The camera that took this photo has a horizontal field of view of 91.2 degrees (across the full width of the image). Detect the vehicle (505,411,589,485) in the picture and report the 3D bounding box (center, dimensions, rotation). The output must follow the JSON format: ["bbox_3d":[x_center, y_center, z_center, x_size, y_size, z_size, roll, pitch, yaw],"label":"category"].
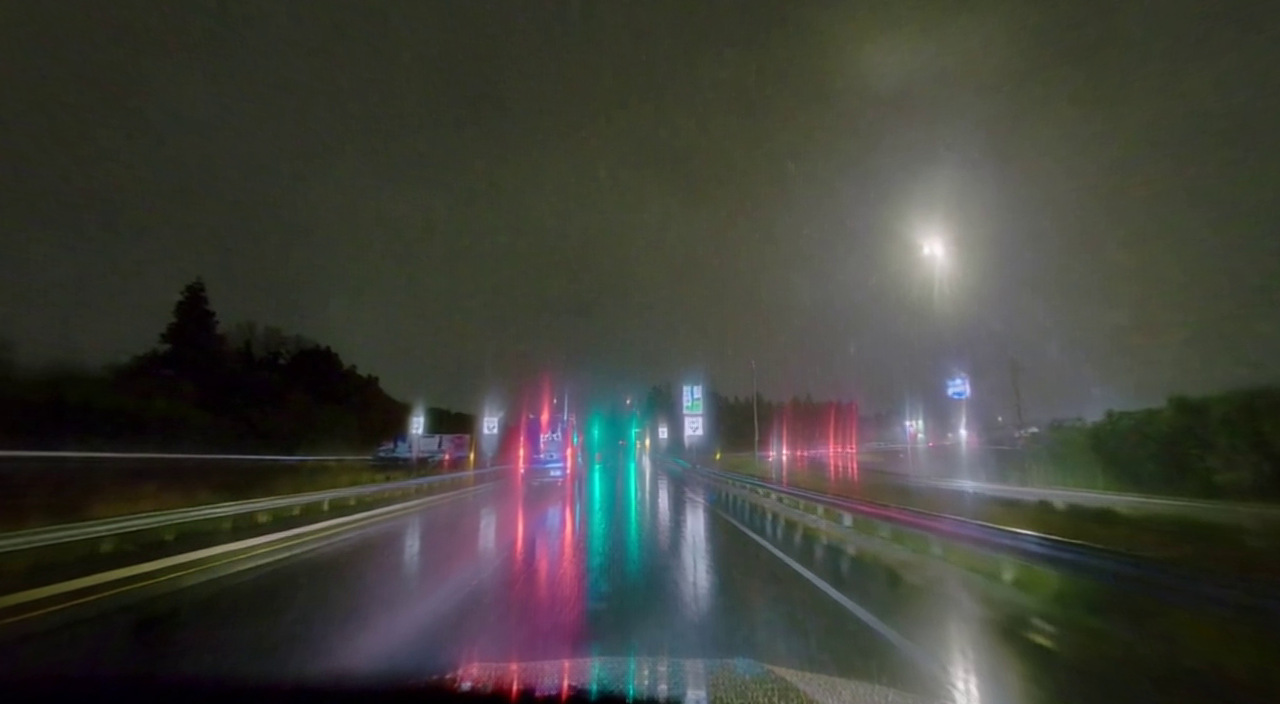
[{"bbox_3d":[-3.651,4.015,26.200,2.463,2.640,7.034,0,-9,0],"label":"vehicle"}]

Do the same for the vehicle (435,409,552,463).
[{"bbox_3d":[-11.792,6.780,49.831,10.047,3.953,3.340,-7,-11,37],"label":"vehicle"}]

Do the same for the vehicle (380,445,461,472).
[{"bbox_3d":[-13.314,6.474,38.281,4.396,1.557,1.952,2,-9,-14],"label":"vehicle"}]
